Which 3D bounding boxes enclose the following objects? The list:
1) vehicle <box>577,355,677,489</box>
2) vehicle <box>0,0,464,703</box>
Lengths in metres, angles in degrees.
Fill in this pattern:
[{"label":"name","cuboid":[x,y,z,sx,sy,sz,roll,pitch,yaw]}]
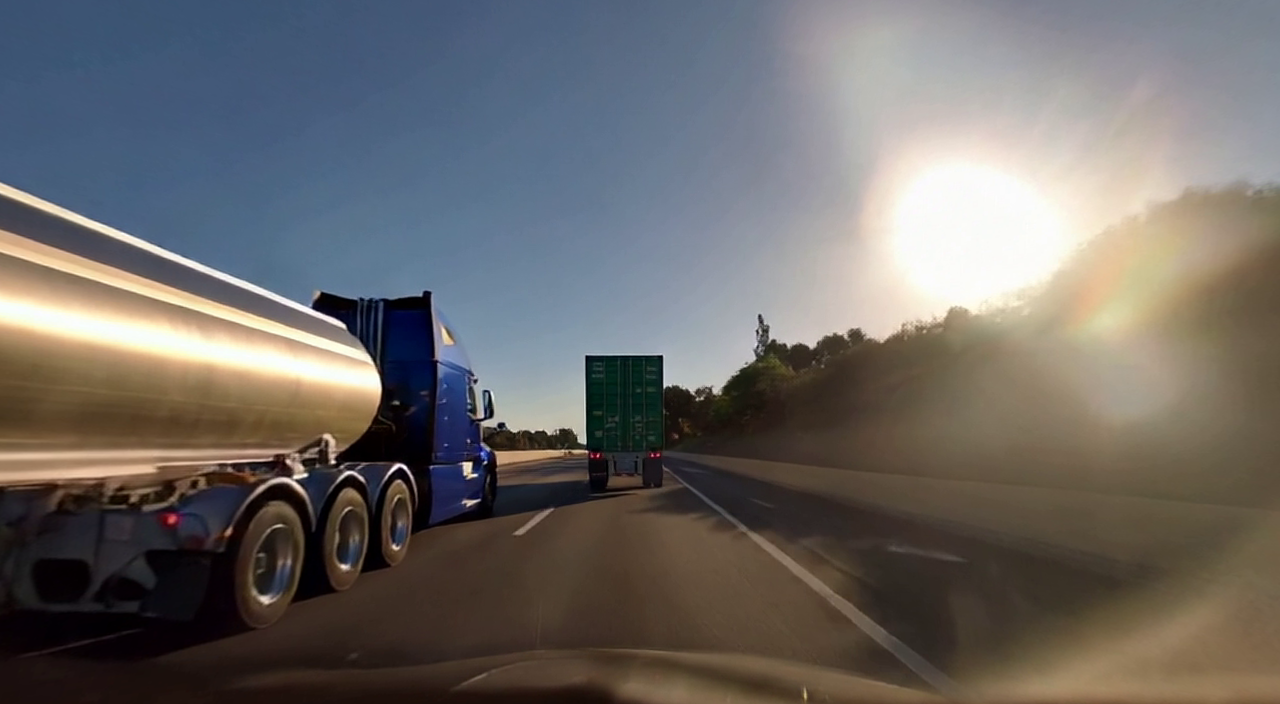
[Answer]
[{"label":"vehicle","cuboid":[-0.357,2.922,24.472,2.942,4.003,11.297,0,-9,0]},{"label":"vehicle","cuboid":[-4.310,-0.457,0.877,3.267,3.655,17.154,0,-9,0]}]
